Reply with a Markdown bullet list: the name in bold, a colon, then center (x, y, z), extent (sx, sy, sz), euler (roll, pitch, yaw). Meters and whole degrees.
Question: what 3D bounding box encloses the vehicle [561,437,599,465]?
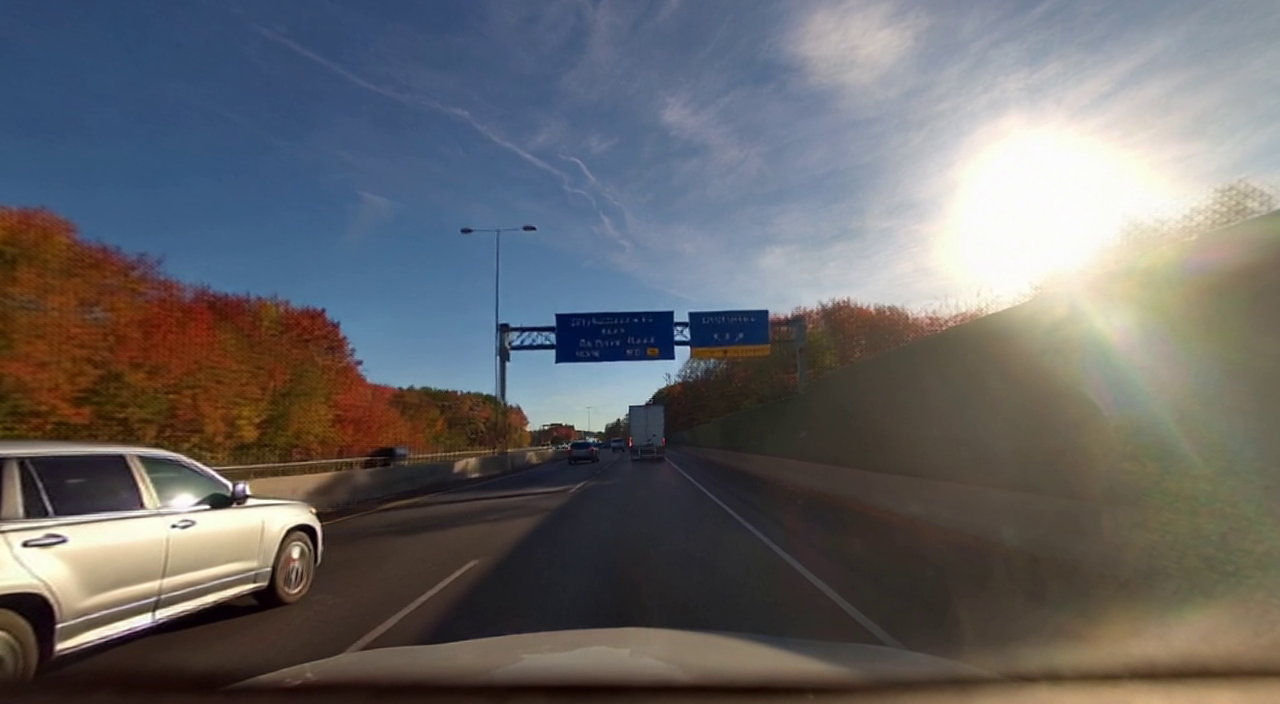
- **vehicle**: center (-3.528, 5.895, 37.745), extent (1.927, 1.556, 3.921), euler (0, -8, -1)
